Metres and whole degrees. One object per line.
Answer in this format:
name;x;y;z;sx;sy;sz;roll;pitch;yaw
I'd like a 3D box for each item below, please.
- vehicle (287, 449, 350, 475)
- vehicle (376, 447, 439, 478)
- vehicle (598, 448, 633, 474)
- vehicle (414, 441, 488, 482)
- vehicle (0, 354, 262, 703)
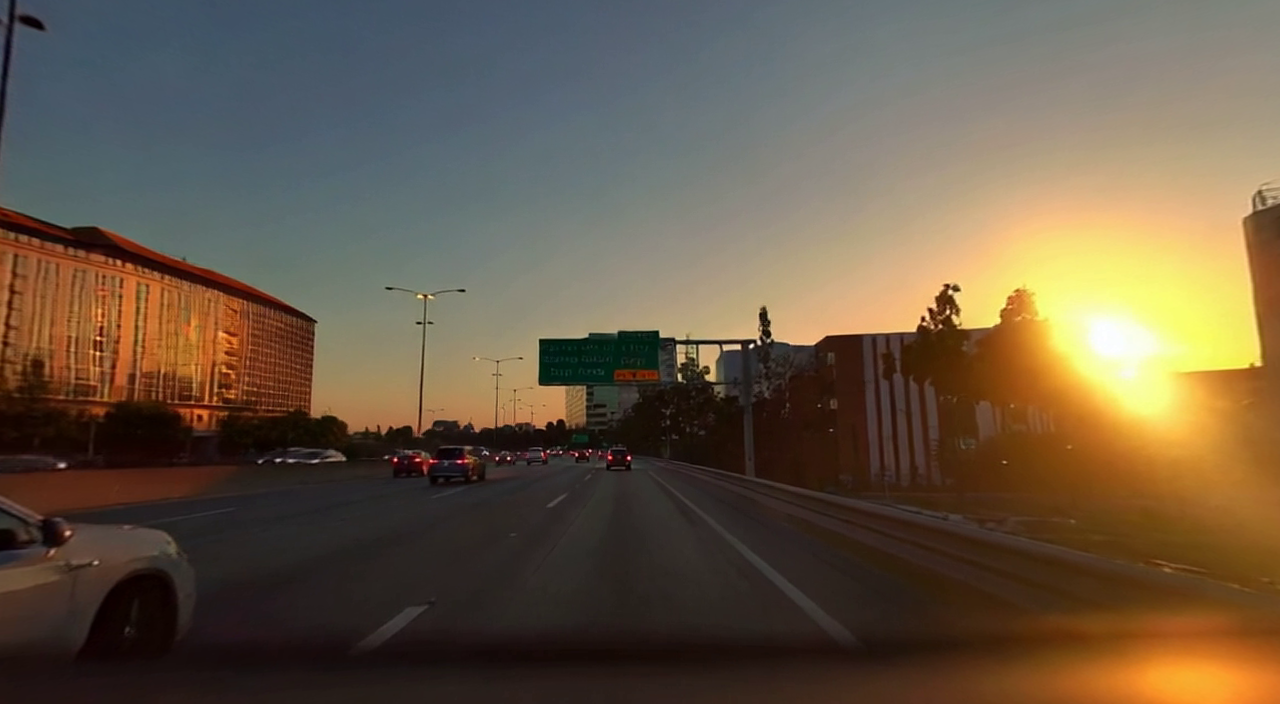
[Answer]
vehicle;-21.617;7.358;42.545;1.928;1.610;4.484;0;-8;-2
vehicle;-12.336;5.870;33.655;1.936;1.501;3.900;0;-8;-1
vehicle;-1.559;6.826;39.808;2.110;1.501;4.319;0;-8;-2
vehicle;-8.452;4.924;28.608;2.065;1.689;4.399;0;-8;-1
vehicle;-3.686;0.791;2.028;2.036;1.717;4.592;0;-8;0
